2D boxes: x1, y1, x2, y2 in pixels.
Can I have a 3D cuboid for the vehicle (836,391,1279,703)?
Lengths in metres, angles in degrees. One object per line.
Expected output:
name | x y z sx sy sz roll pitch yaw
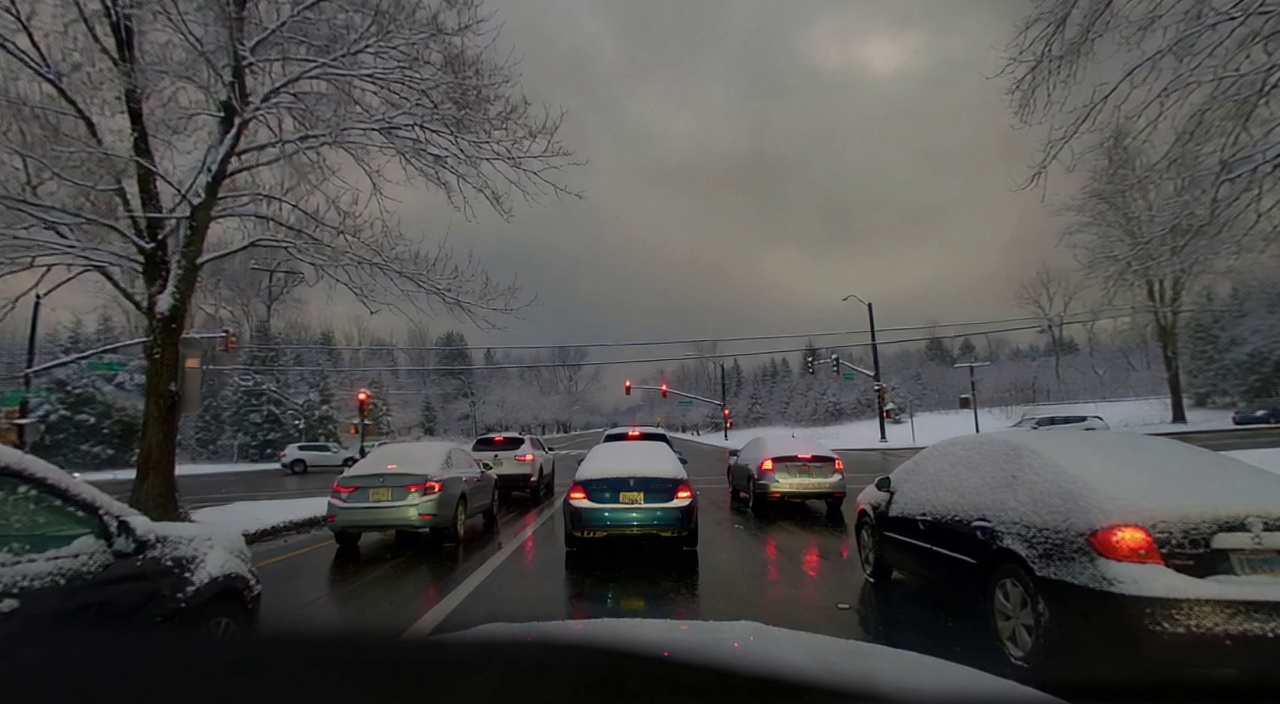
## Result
vehicle | 3.391 1.310 5.414 1.933 1.564 4.600 0 -8 0

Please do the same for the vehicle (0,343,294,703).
vehicle | -3.662 0.846 2.539 2.047 1.764 4.369 0 -8 0

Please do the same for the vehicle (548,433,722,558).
vehicle | -0.074 2.008 9.583 2.061 1.470 3.970 0 -8 0

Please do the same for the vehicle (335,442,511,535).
vehicle | -3.917 2.502 12.333 1.919 1.459 4.371 0 -8 -1

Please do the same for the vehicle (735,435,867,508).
vehicle | 3.651 2.783 15.244 1.922 1.472 4.440 0 -8 -1
